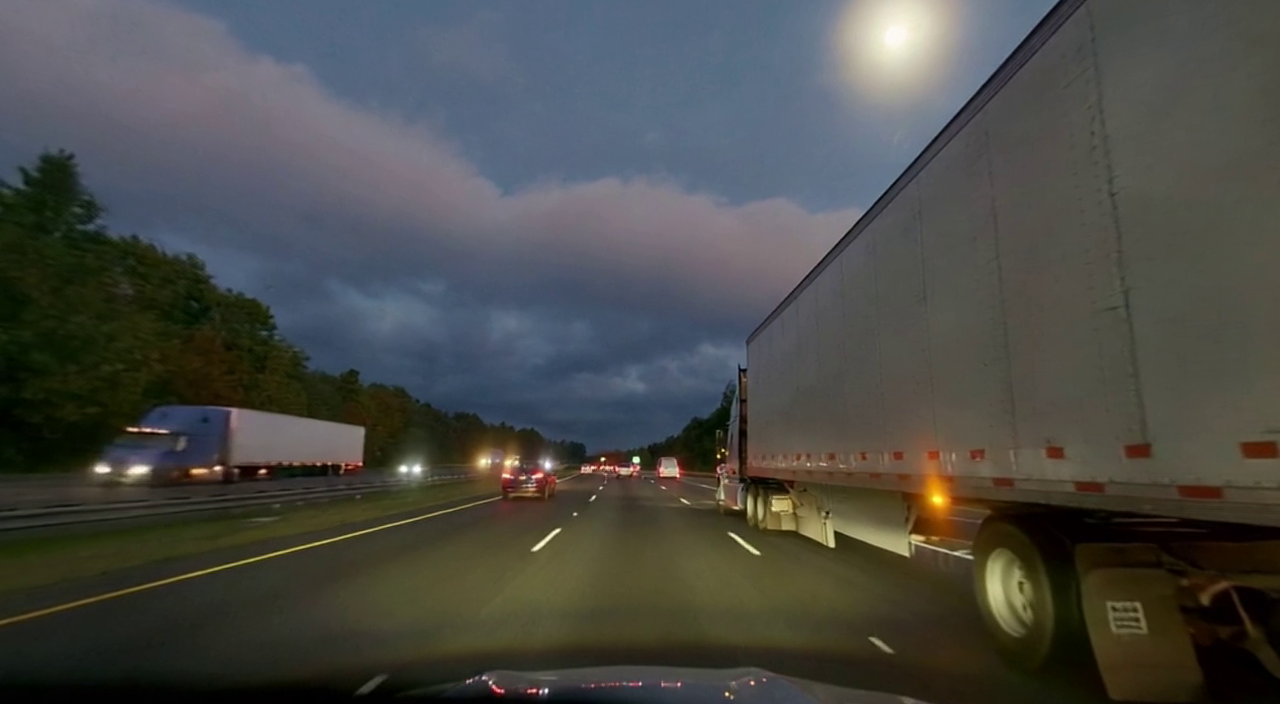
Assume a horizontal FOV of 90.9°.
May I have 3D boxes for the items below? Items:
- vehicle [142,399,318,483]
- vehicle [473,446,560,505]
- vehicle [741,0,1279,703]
[{"bbox_3d":[-21.131,4.918,33.525,2.966,3.783,9.511,1,-10,-1],"label":"vehicle"},{"bbox_3d":[-4.104,4.249,21.846,2.070,1.775,4.646,1,-10,0],"label":"vehicle"},{"bbox_3d":[4.176,0.783,8.827,2.992,4.300,13.967,1,-10,-1],"label":"vehicle"}]
